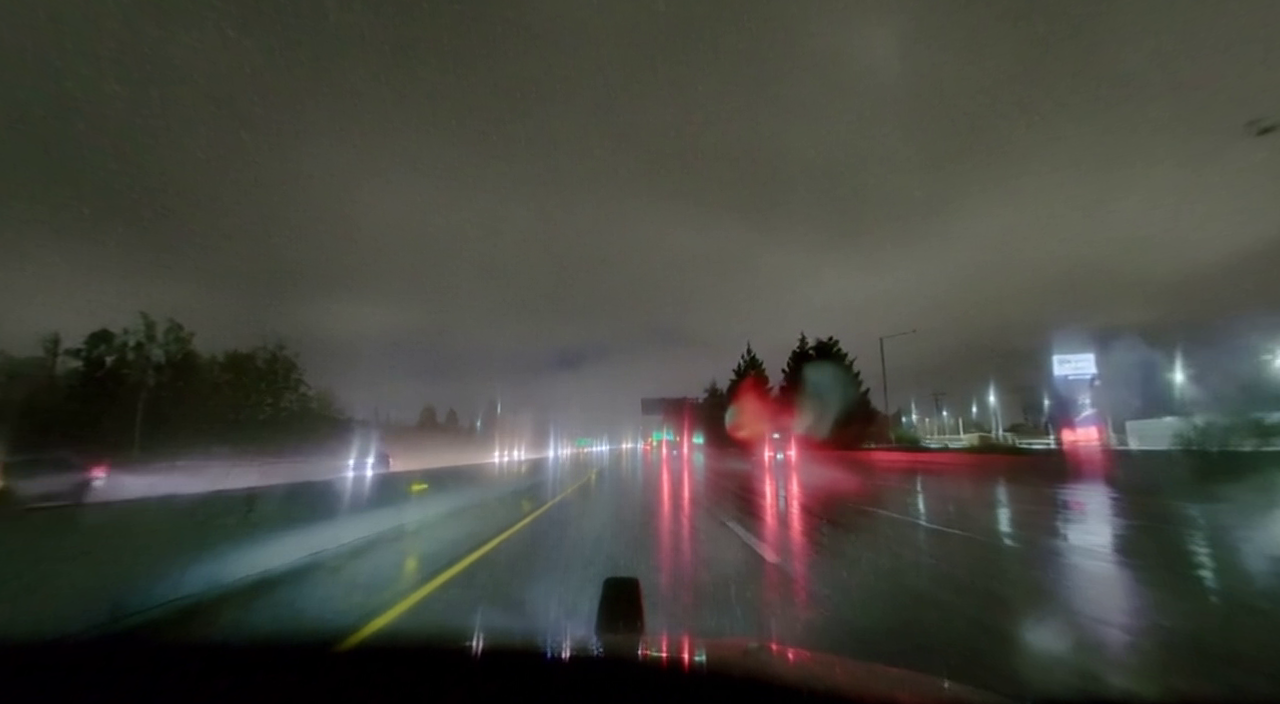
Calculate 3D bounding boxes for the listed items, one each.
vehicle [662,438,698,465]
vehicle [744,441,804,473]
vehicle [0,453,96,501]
[{"bbox_3d":[2.833,7.190,45.870,2.258,1.824,4.908,0,-9,-1],"label":"vehicle"},{"bbox_3d":[6.642,5.247,31.767,2.009,1.456,4.097,0,-9,-1],"label":"vehicle"},{"bbox_3d":[-22.196,4.338,22.115,1.912,1.513,5.034,0,-8,-1],"label":"vehicle"}]
